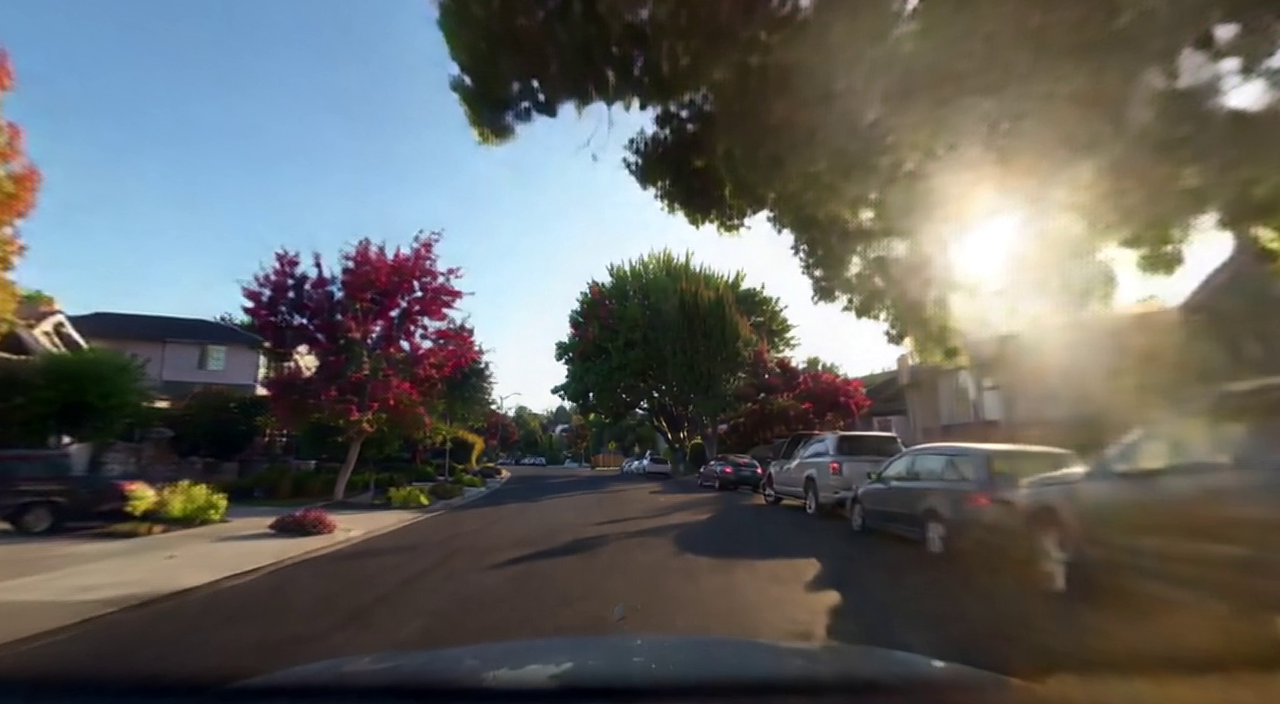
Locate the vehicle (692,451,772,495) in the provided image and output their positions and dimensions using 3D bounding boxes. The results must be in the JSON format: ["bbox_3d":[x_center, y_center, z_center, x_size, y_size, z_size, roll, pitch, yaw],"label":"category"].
[{"bbox_3d":[4.142,5.543,29.441,2.111,1.771,4.942,2,-9,-11],"label":"vehicle"}]

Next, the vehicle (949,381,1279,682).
[{"bbox_3d":[5.441,1.333,5.109,2.715,1.900,6.163,1,-9,-1],"label":"vehicle"}]

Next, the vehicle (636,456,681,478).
[{"bbox_3d":[1.371,8.888,48.994,2.193,1.504,4.576,2,-9,-15],"label":"vehicle"}]
